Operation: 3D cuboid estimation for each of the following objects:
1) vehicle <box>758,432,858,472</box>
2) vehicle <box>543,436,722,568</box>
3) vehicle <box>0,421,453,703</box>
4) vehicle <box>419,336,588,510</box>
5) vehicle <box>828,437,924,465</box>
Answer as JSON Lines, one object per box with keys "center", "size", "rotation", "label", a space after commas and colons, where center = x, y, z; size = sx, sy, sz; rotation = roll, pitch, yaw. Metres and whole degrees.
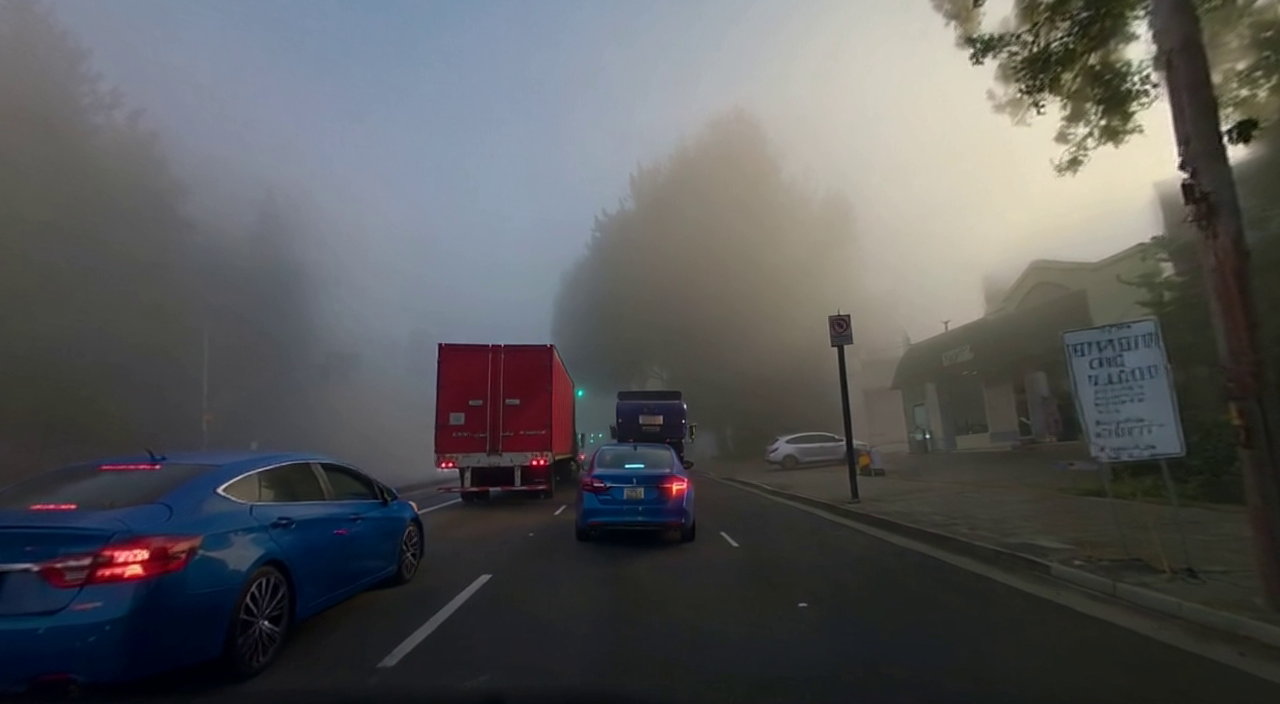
{"center": [8.390, 5.047, 31.842], "size": [2.061, 1.845, 4.829], "rotation": [5, -10, -29], "label": "vehicle"}
{"center": [-0.115, 2.046, 9.384], "size": [2.067, 1.506, 4.118], "rotation": [0, -9, -1], "label": "vehicle"}
{"center": [-3.066, 1.346, 4.731], "size": [1.969, 1.471, 4.378], "rotation": [0, -9, 0], "label": "vehicle"}
{"center": [-3.258, 2.047, 17.319], "size": [3.020, 3.800, 7.105], "rotation": [0, -9, 0], "label": "vehicle"}
{"center": [13.072, 5.521, 35.027], "size": [4.574, 1.478, 1.880], "rotation": [0, -9, 3], "label": "vehicle"}
